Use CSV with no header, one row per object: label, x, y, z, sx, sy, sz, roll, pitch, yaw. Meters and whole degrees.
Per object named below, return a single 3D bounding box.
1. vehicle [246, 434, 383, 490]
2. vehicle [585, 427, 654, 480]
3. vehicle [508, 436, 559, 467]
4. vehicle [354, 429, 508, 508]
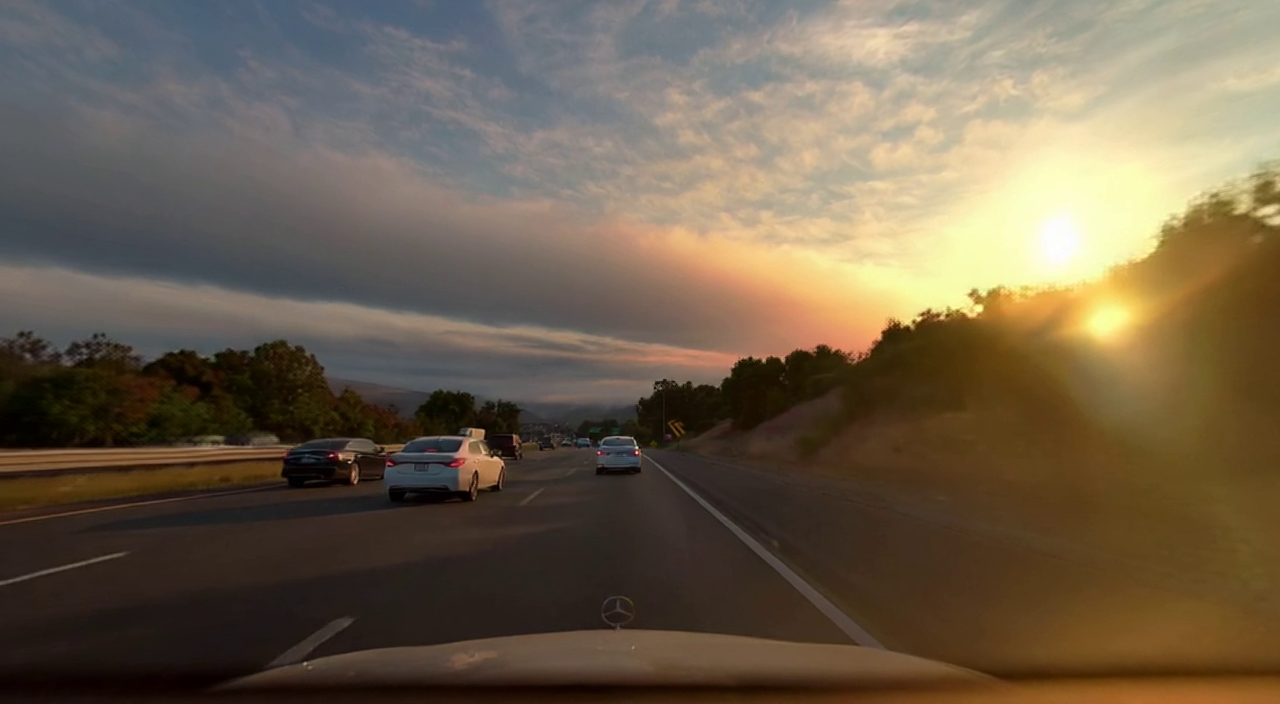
vehicle,-9.226,3.109,18.247,1.850,1.439,3.932,0,-8,0
vehicle,-0.697,3.505,21.995,2.178,1.658,3.916,0,-8,-1
vehicle,-5.197,4.877,31.102,1.835,1.432,3.835,0,-8,0
vehicle,-4.426,2.504,14.139,1.971,1.464,4.386,0,-8,0
